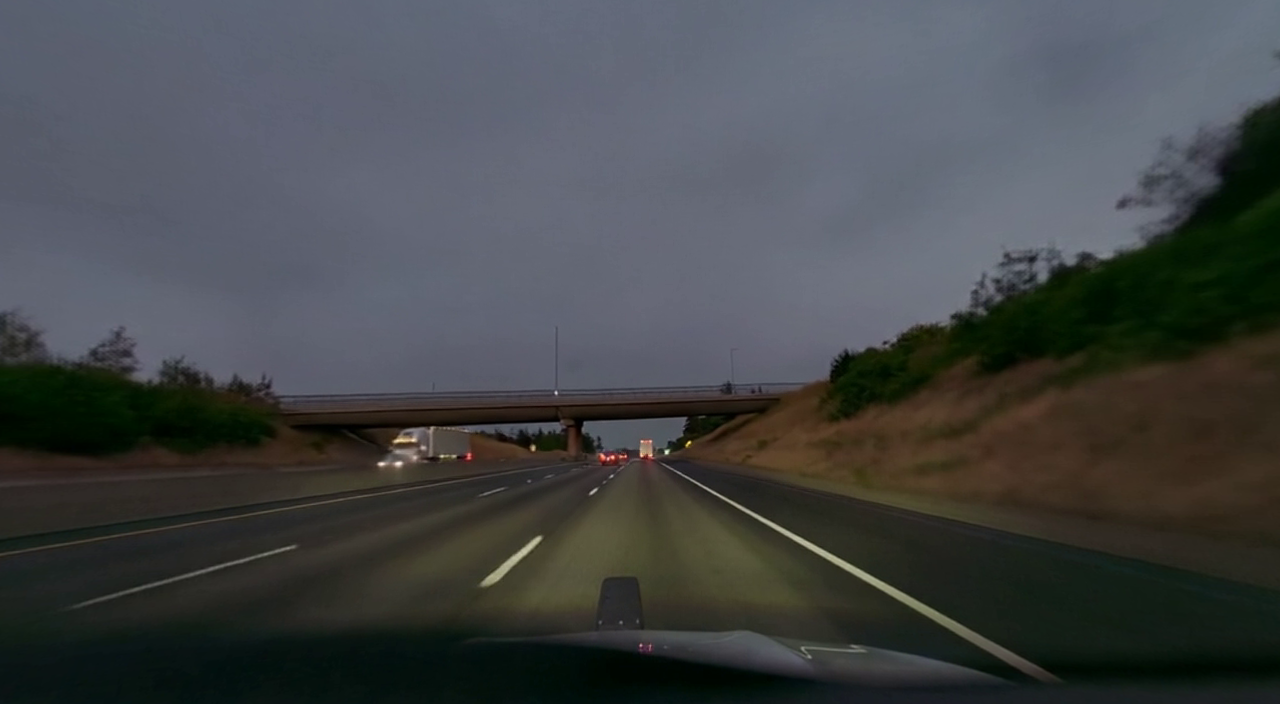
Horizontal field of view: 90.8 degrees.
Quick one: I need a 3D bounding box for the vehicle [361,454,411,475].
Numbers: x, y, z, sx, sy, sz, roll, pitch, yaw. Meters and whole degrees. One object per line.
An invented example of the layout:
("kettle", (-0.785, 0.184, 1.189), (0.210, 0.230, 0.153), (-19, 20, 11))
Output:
("vehicle", (-18.412, 8.161, 45.957), (1.764, 1.449, 4.543), (0, -9, 0))
